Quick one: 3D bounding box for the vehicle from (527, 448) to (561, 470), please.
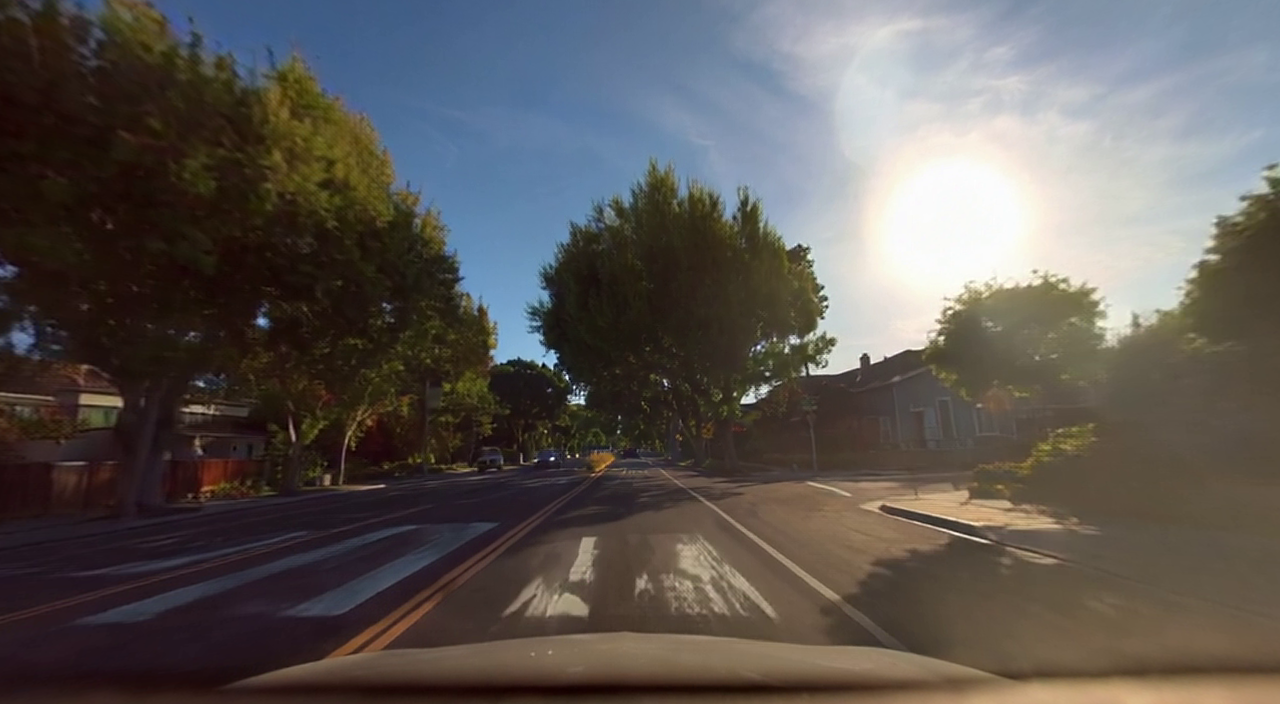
[{"bbox_3d":[-7.542,8.444,49.924,1.994,1.646,4.276,0,-8,0],"label":"vehicle"}]
